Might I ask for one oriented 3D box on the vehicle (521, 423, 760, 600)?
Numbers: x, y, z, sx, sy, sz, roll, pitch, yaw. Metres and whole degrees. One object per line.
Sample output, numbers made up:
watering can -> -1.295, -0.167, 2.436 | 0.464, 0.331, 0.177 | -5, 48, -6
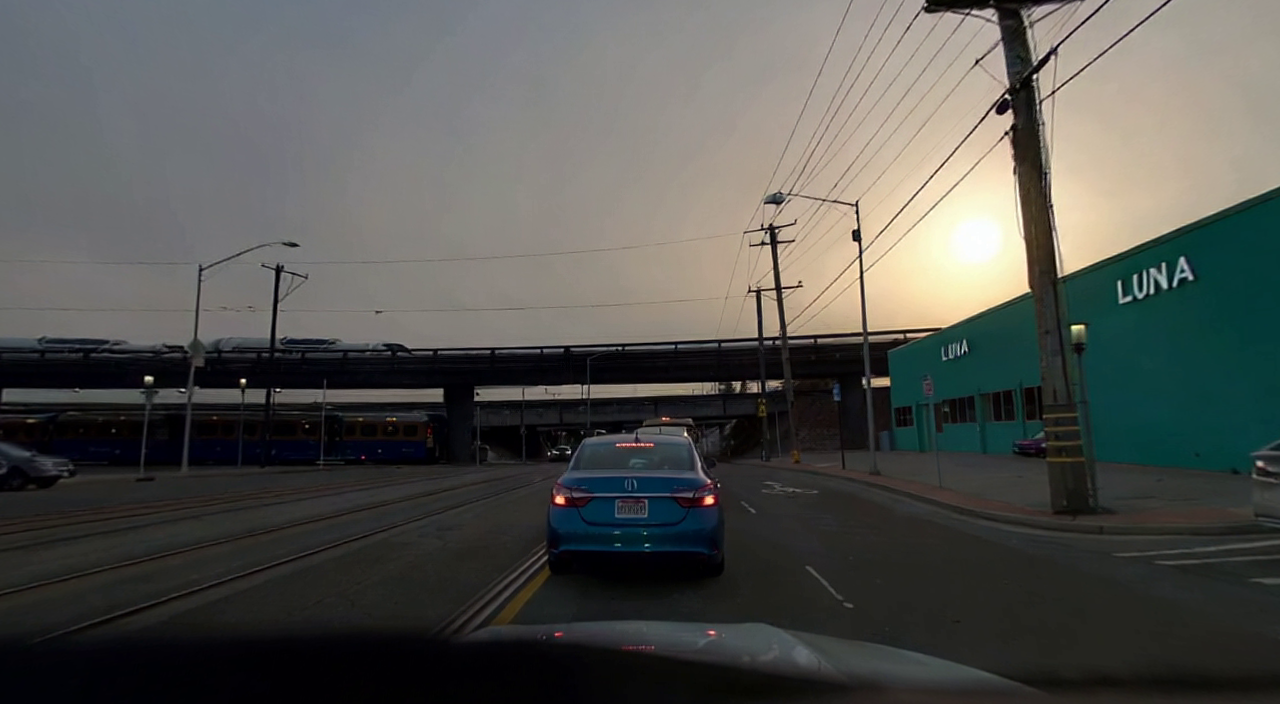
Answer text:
vehicle -> 0.091, 1.706, 7.608 | 2.090, 1.518, 4.033 | -1, -9, 3

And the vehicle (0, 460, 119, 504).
vehicle -> -21.947, 4.678, 22.818 | 4.566, 1.453, 1.935 | -1, -9, 5
